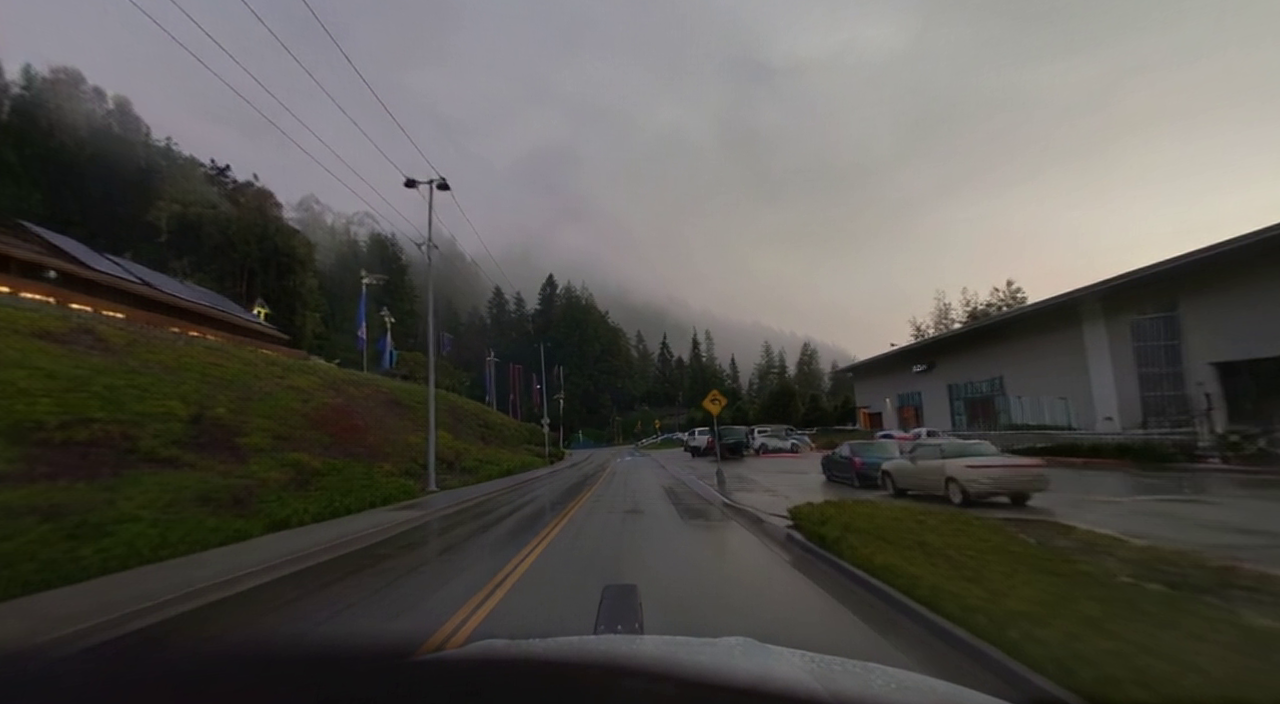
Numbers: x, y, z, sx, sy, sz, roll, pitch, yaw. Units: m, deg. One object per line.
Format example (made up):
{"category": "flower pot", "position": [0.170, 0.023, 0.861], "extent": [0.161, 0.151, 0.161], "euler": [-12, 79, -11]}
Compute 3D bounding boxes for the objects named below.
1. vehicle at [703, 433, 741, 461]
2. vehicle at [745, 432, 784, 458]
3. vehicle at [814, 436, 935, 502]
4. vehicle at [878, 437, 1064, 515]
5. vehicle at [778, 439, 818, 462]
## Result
{"category": "vehicle", "position": [5.754, 6.757, 44.509], "extent": [1.977, 1.860, 4.237], "euler": [0, -9, -2]}
{"category": "vehicle", "position": [8.555, 6.477, 43.613], "extent": [1.924, 1.713, 4.627], "euler": [-1, -9, 2]}
{"category": "vehicle", "position": [6.986, 3.463, 19.276], "extent": [1.961, 1.648, 4.260], "euler": [-2, -7, -1]}
{"category": "vehicle", "position": [7.303, 2.752, 14.445], "extent": [1.909, 1.496, 4.079], "euler": [0, -9, -2]}
{"category": "vehicle", "position": [11.050, 6.888, 44.105], "extent": [1.819, 1.494, 3.834], "euler": [0, -9, 0]}
